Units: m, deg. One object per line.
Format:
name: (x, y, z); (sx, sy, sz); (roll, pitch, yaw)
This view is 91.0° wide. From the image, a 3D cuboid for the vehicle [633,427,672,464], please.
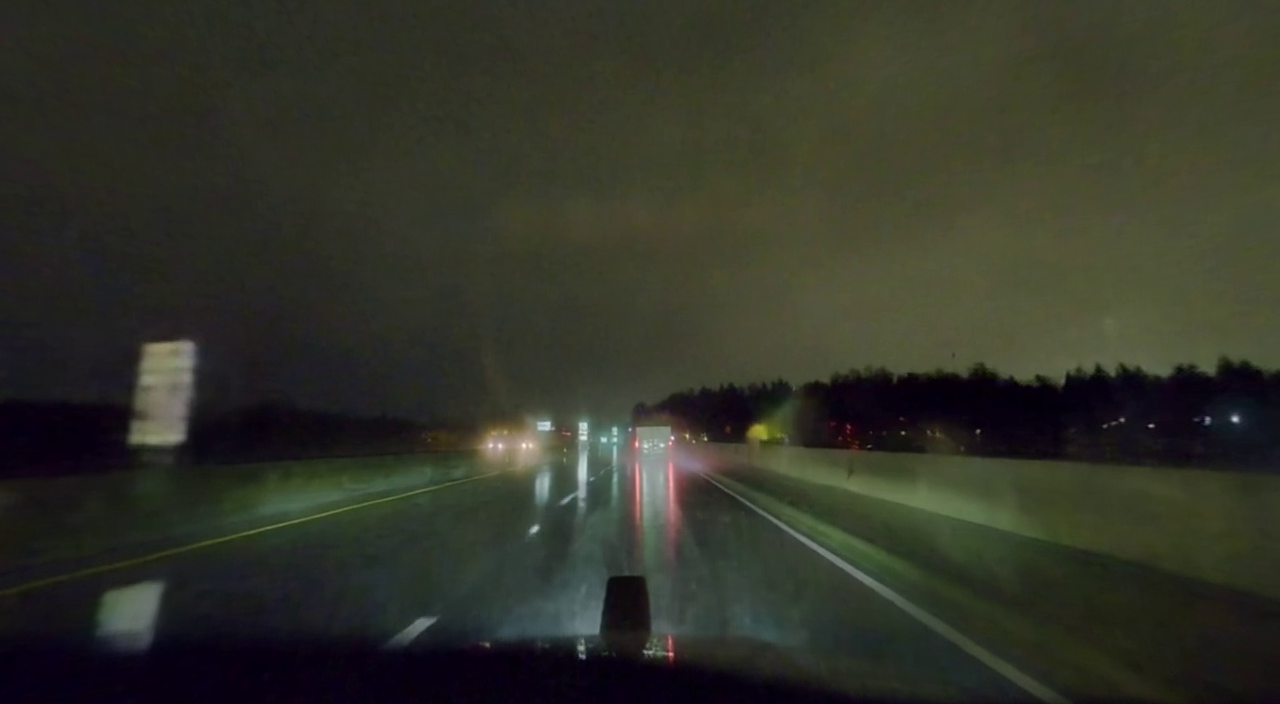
vehicle: (0.740, 5.781, 38.921); (2.277, 2.109, 4.922); (0, -8, 0)
